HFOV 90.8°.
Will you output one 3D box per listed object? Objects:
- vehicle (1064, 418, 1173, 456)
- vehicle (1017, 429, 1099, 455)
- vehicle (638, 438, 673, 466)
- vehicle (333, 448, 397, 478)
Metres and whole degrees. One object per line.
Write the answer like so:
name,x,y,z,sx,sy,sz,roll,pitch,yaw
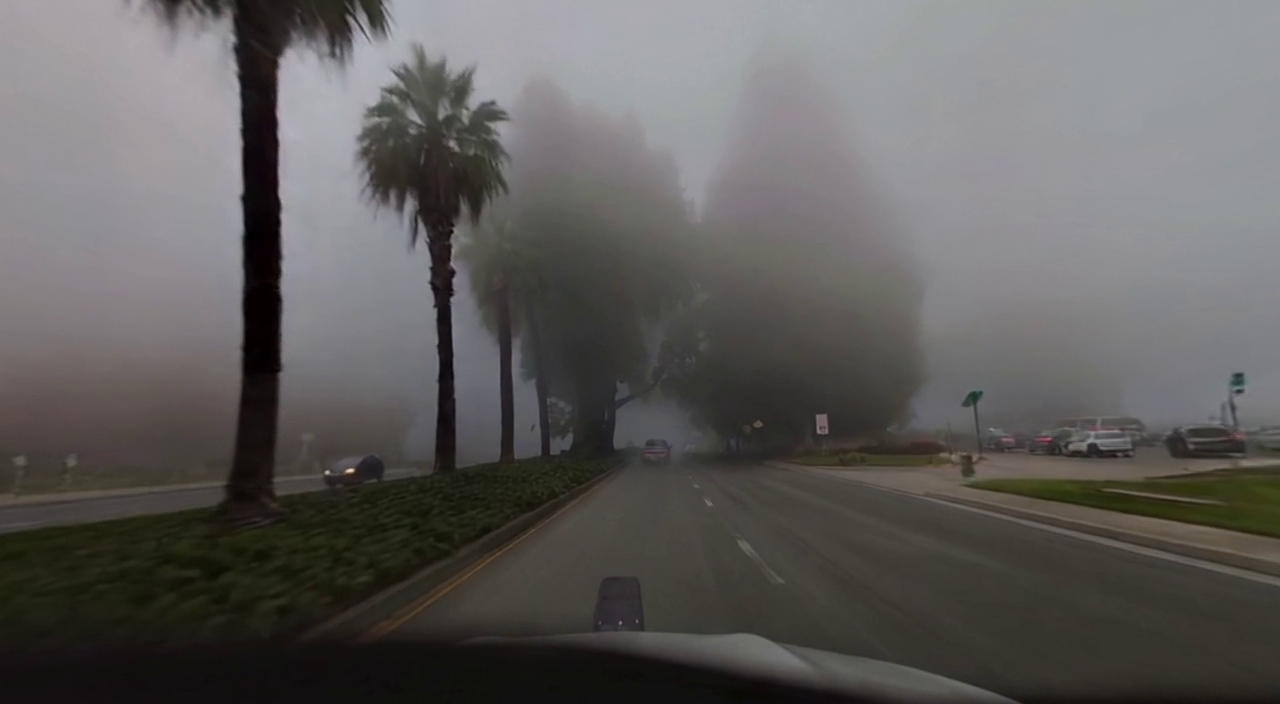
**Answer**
vehicle,24.795,4.471,32.992,2.194,1.840,4.659,-1,-8,3
vehicle,25.279,5.508,38.408,1.830,1.467,4.871,-1,-8,2
vehicle,1.043,6.636,41.990,2.147,1.745,4.648,0,-8,2
vehicle,-17.258,6.949,39.918,1.939,1.710,4.543,0,-8,1
